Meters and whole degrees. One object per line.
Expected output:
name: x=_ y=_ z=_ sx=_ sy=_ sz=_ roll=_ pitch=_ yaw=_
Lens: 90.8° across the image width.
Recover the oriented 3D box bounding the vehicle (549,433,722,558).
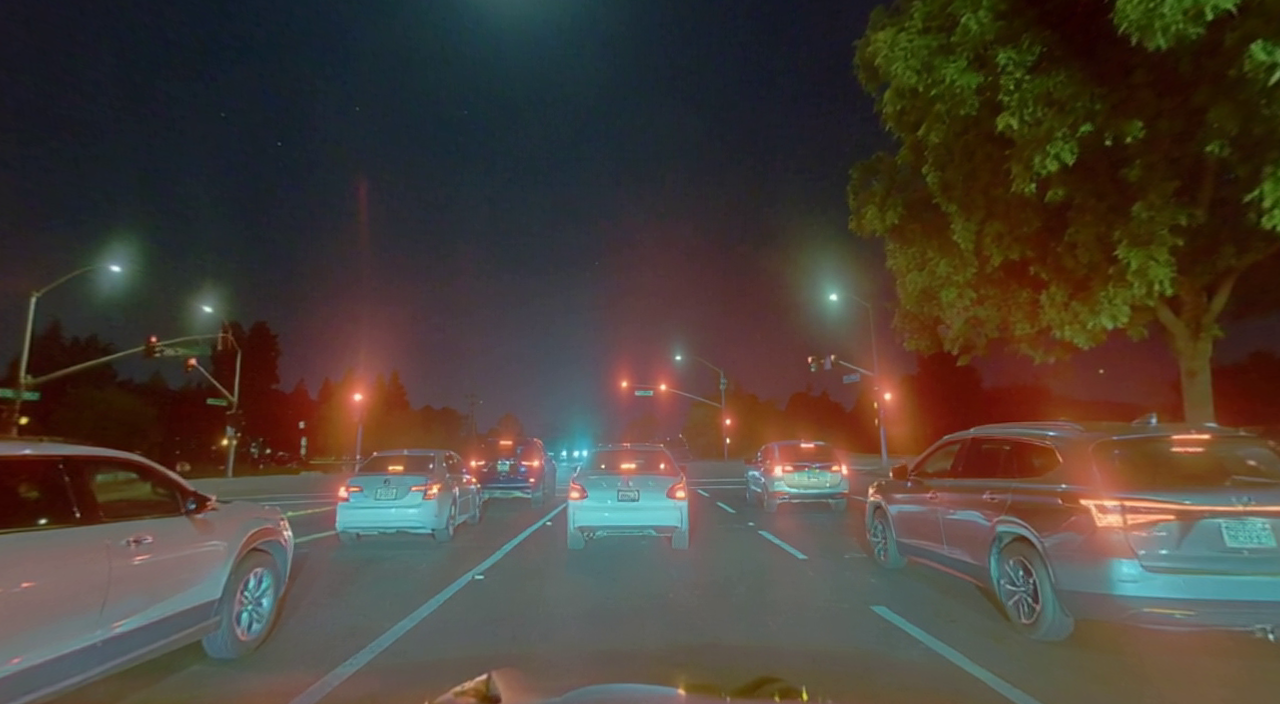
vehicle: x=-0.073 y=2.009 z=9.602 sx=2.061 sy=1.470 sz=3.970 roll=0 pitch=-8 yaw=0

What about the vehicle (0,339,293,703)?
vehicle: x=-3.665 y=0.831 z=2.538 sx=2.047 sy=1.764 sz=4.369 roll=0 pitch=-8 yaw=0

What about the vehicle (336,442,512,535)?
vehicle: x=-3.911 y=2.505 z=12.336 sx=1.919 sy=1.459 sz=4.371 roll=0 pitch=-8 yaw=0

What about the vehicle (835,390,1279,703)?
vehicle: x=3.388 y=1.305 z=5.415 sx=1.933 sy=1.564 sz=4.600 roll=0 pitch=-8 yaw=0

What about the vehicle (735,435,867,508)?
vehicle: x=3.649 y=2.778 z=15.242 sx=1.922 sy=1.472 sz=4.440 roll=0 pitch=-8 yaw=-1
